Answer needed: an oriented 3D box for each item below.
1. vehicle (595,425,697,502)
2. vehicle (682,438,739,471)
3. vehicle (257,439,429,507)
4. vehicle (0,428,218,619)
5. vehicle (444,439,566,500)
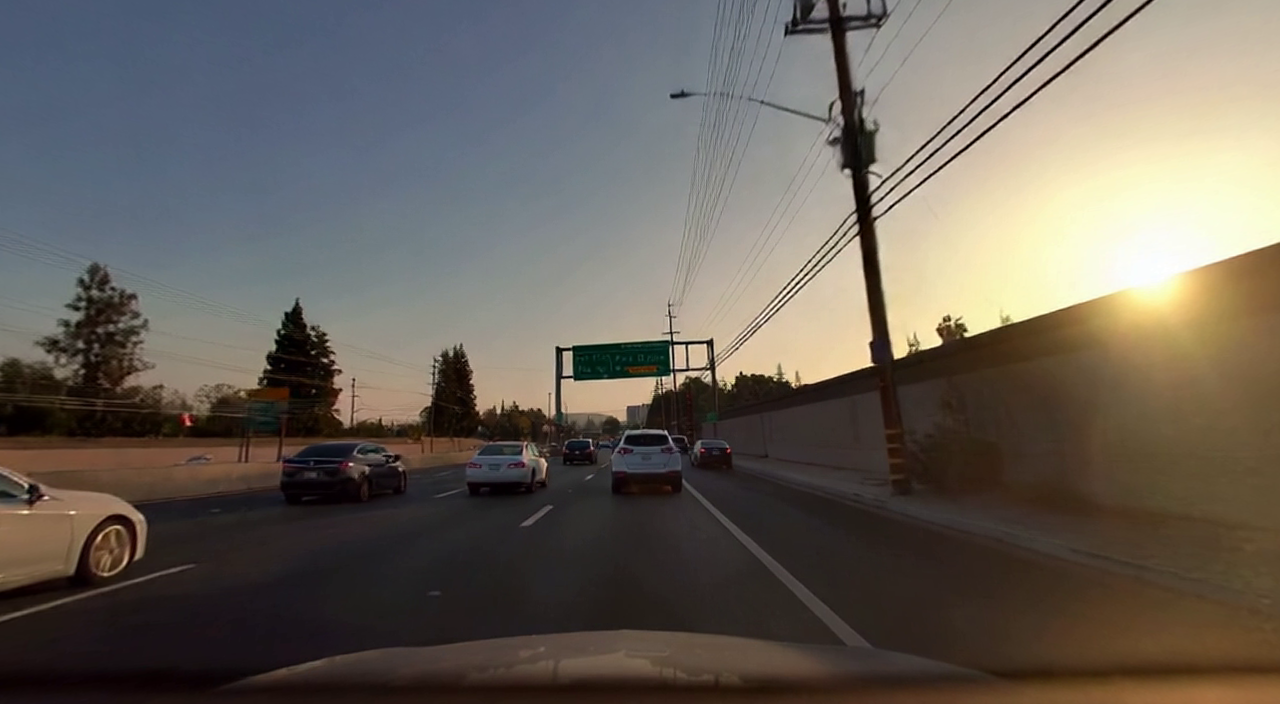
[{"bbox_3d":[0.154,2.808,16.241,2.284,1.699,4.168,0,-8,0],"label":"vehicle"},{"bbox_3d":[3.327,4.928,30.680,2.197,1.464,4.356,0,-8,-1],"label":"vehicle"},{"bbox_3d":[-7.104,2.914,15.789,1.959,1.435,4.719,0,-8,1],"label":"vehicle"},{"bbox_3d":[-5.890,1.357,5.145,1.958,1.447,4.454,0,-8,-2],"label":"vehicle"},{"bbox_3d":[-3.474,3.134,17.343,2.203,1.425,4.610,0,-8,2],"label":"vehicle"}]
